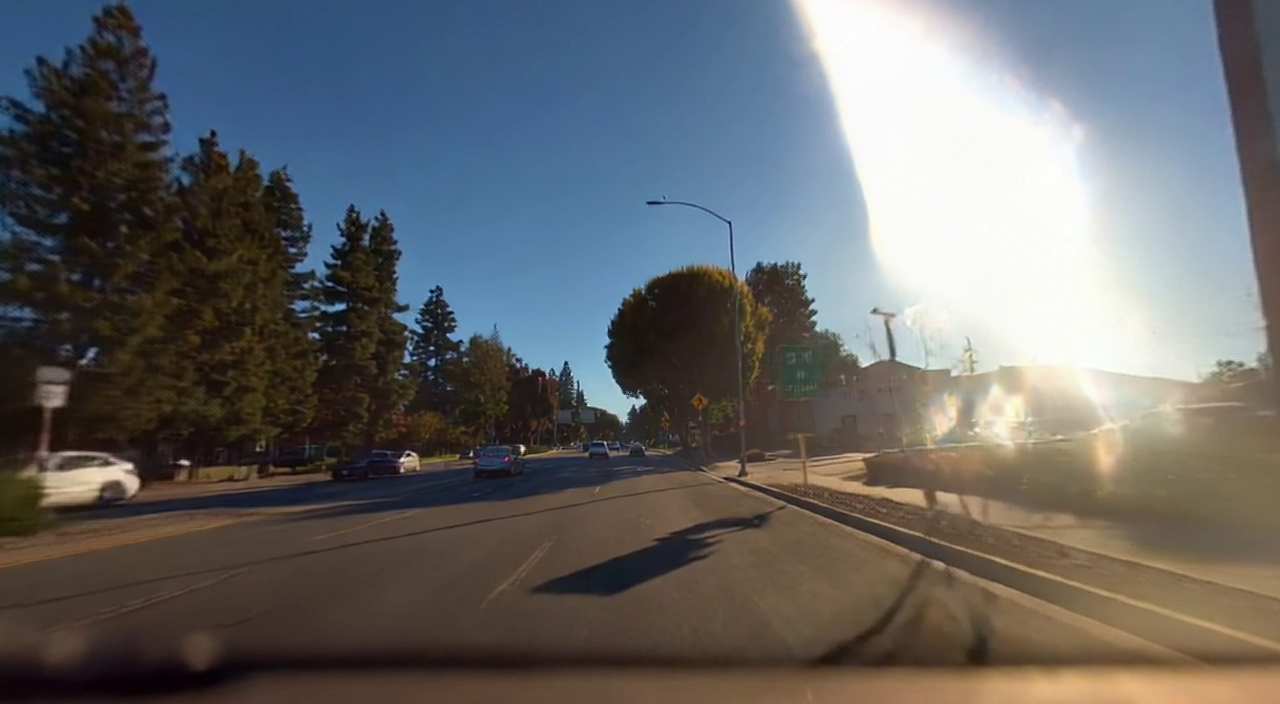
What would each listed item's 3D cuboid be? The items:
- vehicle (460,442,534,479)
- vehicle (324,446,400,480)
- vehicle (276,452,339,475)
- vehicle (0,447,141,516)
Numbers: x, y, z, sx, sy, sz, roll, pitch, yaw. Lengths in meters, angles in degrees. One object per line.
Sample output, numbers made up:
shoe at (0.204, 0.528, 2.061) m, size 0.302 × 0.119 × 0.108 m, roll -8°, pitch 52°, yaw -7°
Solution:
vehicle at (-5.982, 4.578, 26.893) m, size 2.072 × 1.427 × 4.328 m, roll 0°, pitch -9°, yaw 1°
vehicle at (-13.359, 5.322, 30.607) m, size 1.937 × 1.526 × 4.530 m, roll 1°, pitch -9°, yaw -5°
vehicle at (-26.264, 8.802, 49.804) m, size 4.615 × 1.734 × 2.073 m, roll -5°, pitch -10°, yaw 28°
vehicle at (-17.726, 3.745, 18.764) m, size 2.027 × 1.773 × 4.501 m, roll 0°, pitch -9°, yaw -1°
